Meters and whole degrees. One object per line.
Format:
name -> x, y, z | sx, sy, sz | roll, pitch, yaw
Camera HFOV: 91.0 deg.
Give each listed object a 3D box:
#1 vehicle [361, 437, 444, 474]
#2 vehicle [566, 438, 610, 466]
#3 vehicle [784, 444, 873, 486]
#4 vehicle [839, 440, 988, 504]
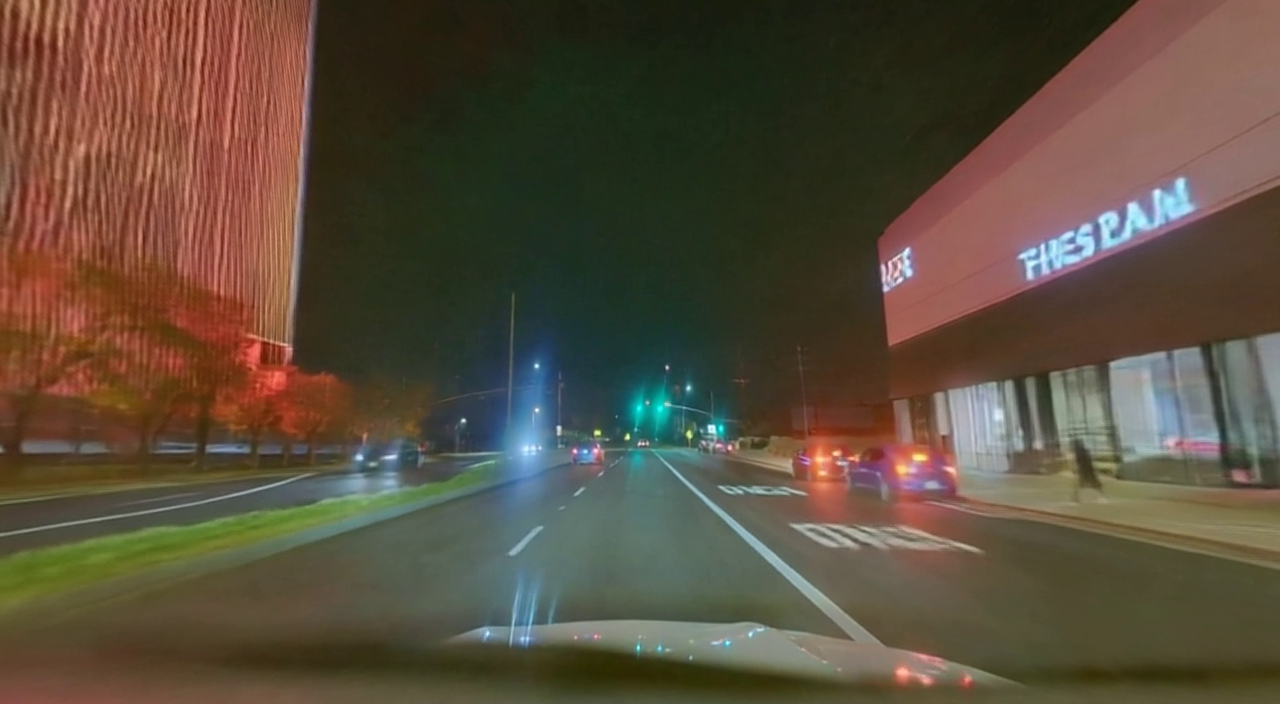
vehicle -> -10.441, 4.581, 28.041 | 2.051, 1.492, 4.132 | 0, -8, 0
vehicle -> -2.834, 5.571, 35.300 | 2.078, 1.471, 4.217 | 0, -8, 0
vehicle -> 7.245, 4.366, 24.699 | 2.009, 1.429, 4.562 | 1, -8, -1
vehicle -> 7.382, 3.256, 17.660 | 1.968, 1.493, 4.878 | 1, -8, 0
